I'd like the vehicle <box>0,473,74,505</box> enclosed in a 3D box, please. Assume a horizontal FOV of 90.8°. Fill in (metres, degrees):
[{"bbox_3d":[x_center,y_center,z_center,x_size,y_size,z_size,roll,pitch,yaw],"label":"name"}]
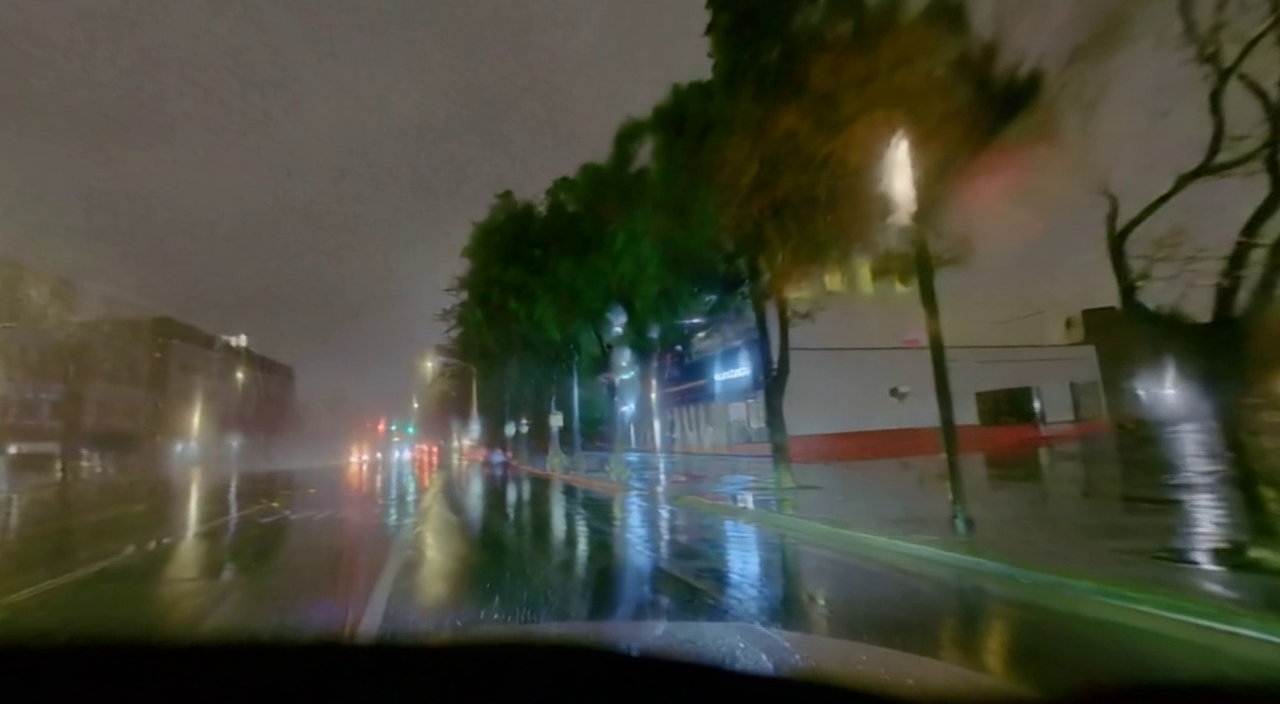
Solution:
[{"bbox_3d":[-39.830,8.967,41.593,1.962,1.741,4.289,2,-9,-16],"label":"vehicle"}]
